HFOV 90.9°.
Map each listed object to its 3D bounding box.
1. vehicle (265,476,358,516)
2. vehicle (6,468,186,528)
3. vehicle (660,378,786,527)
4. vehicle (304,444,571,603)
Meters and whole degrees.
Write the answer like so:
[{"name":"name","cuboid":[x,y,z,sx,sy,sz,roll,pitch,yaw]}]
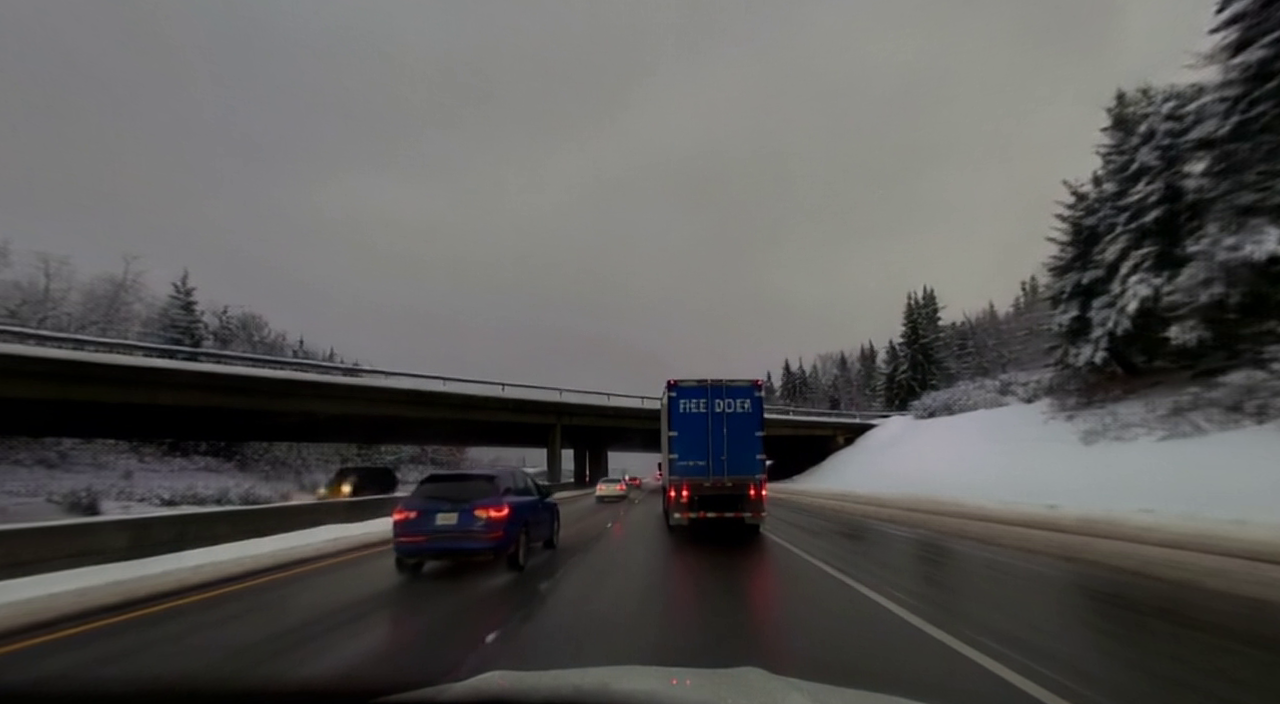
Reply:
[{"name":"vehicle","cuboid":[-14.986,6.566,29.058,1.905,1.629,4.146,0,-10,1]},{"name":"vehicle","cuboid":[-19.923,5.319,23.489,2.137,1.935,4.886,0,-10,2]},{"name":"vehicle","cuboid":[2.298,3.453,21.149,2.980,3.834,9.423,1,-10,0]},{"name":"vehicle","cuboid":[-2.461,2.298,9.284,2.124,1.653,4.857,0,-10,2]}]
